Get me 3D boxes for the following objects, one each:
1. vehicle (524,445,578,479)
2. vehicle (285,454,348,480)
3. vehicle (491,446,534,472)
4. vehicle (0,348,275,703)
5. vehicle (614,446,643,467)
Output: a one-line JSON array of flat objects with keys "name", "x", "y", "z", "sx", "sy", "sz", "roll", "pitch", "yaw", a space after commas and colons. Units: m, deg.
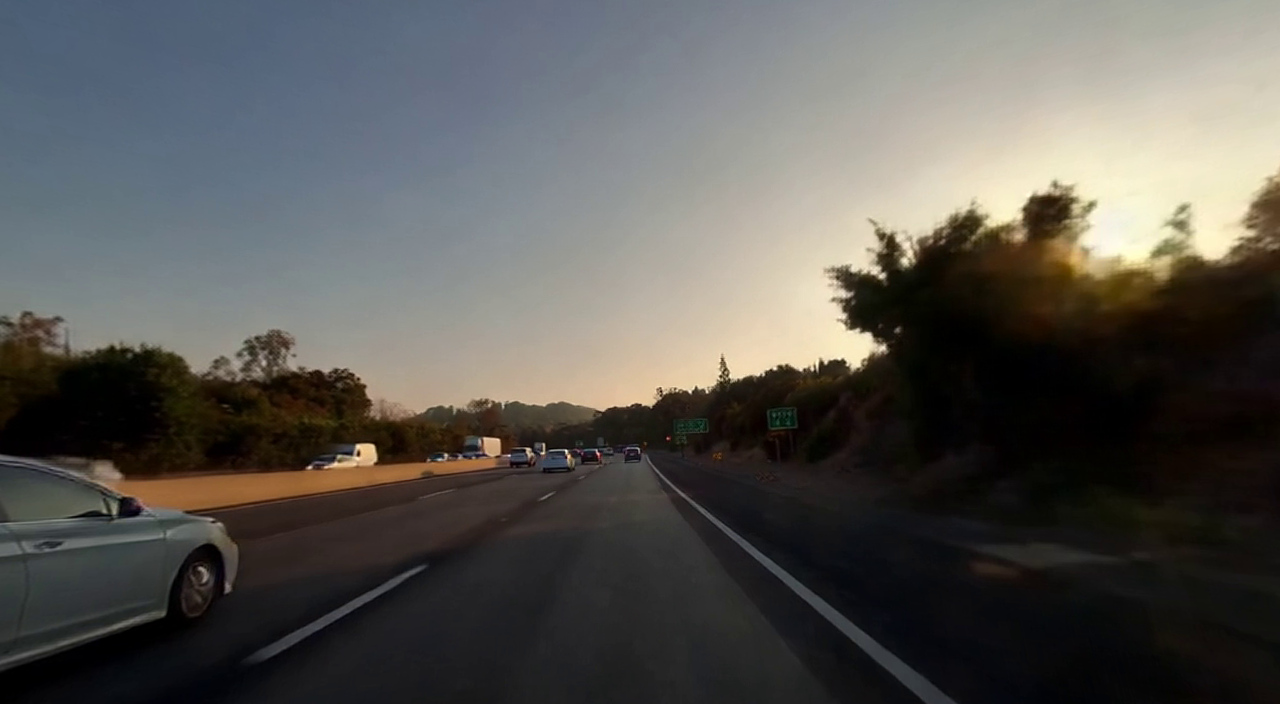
[{"name": "vehicle", "x": -4.166, "y": 5.198, "z": 29.954, "sx": 1.988, "sy": 1.477, "sz": 4.118, "roll": 0, "pitch": -9, "yaw": 0}, {"name": "vehicle", "x": -20.109, "y": 7.139, "z": 39.128, "sx": 1.869, "sy": 1.503, "sz": 3.906, "roll": 0, "pitch": -9, "yaw": 0}, {"name": "vehicle", "x": -7.950, "y": 6.686, "z": 39.382, "sx": 1.936, "sy": 1.516, "sz": 3.904, "roll": 0, "pitch": -9, "yaw": 0}, {"name": "vehicle", "x": -4.004, "y": 0.863, "z": 2.745, "sx": 2.074, "sy": 1.779, "sz": 4.588, "roll": 0, "pitch": -9, "yaw": -1}, {"name": "vehicle", "x": -0.860, "y": 7.773, "z": 46.835, "sx": 2.023, "sy": 1.479, "sz": 3.718, "roll": 0, "pitch": -9, "yaw": -1}]
